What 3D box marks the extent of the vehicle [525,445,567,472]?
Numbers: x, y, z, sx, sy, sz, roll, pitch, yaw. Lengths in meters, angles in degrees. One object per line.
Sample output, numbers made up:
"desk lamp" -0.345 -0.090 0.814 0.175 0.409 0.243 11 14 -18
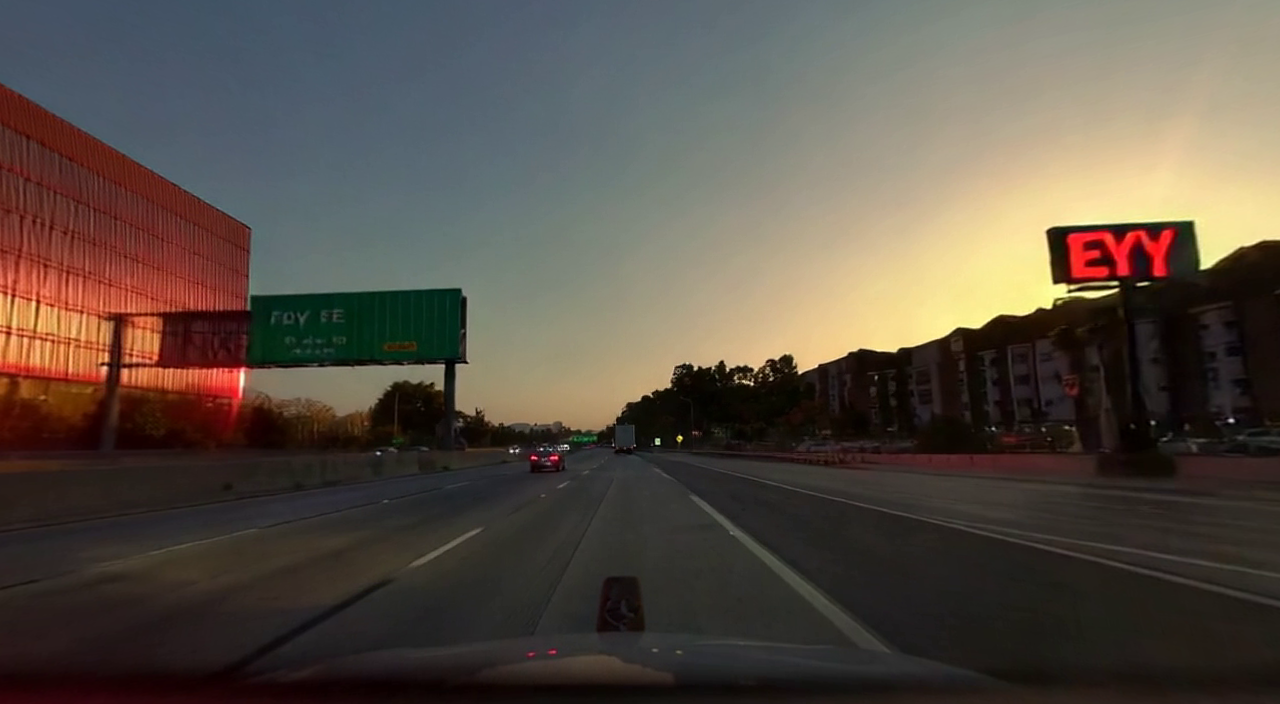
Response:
"vehicle" -5.704 6.514 38.718 1.943 1.510 4.201 0 -9 -1
